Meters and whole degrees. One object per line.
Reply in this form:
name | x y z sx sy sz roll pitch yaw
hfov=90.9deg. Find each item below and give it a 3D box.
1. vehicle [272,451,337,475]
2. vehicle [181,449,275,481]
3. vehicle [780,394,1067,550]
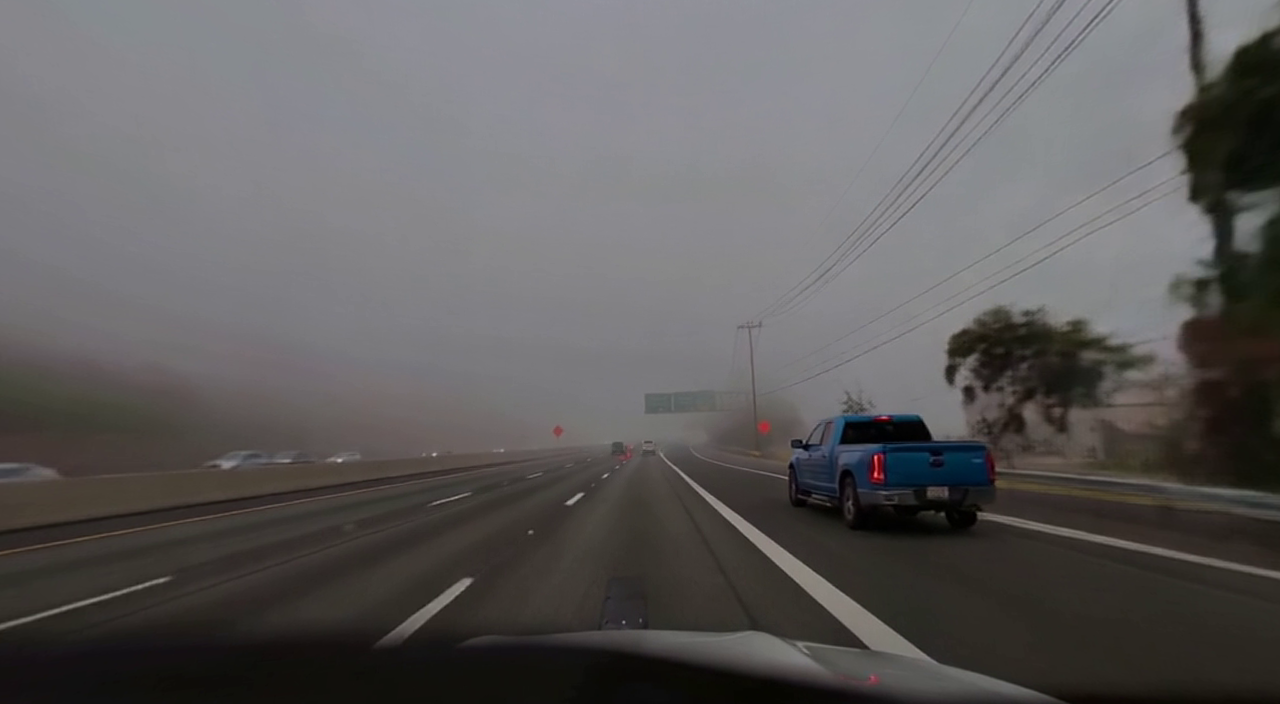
vehicle | -23.664 7.836 44.660 2.062 1.552 4.542 0 -8 1
vehicle | -27.351 7.466 42.181 2.221 1.921 5.875 0 -8 1
vehicle | 3.969 1.805 10.216 2.186 1.840 5.289 0 -8 0
